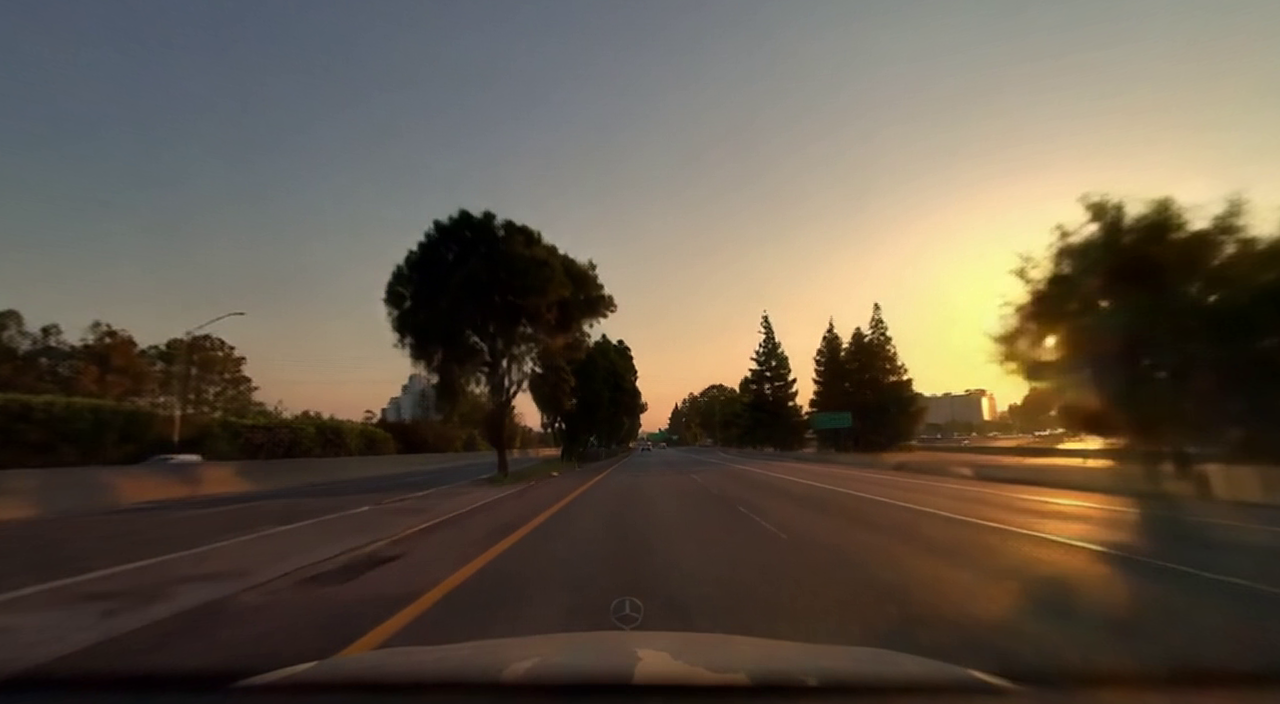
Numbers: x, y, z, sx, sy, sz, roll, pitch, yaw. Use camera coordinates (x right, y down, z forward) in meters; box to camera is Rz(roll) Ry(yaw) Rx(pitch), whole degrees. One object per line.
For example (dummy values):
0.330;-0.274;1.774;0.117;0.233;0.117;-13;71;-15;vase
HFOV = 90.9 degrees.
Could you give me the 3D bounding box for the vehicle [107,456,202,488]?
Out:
-27.876;6.859;36.404;1.849;1.591;4.504;0;-8;0;vehicle
